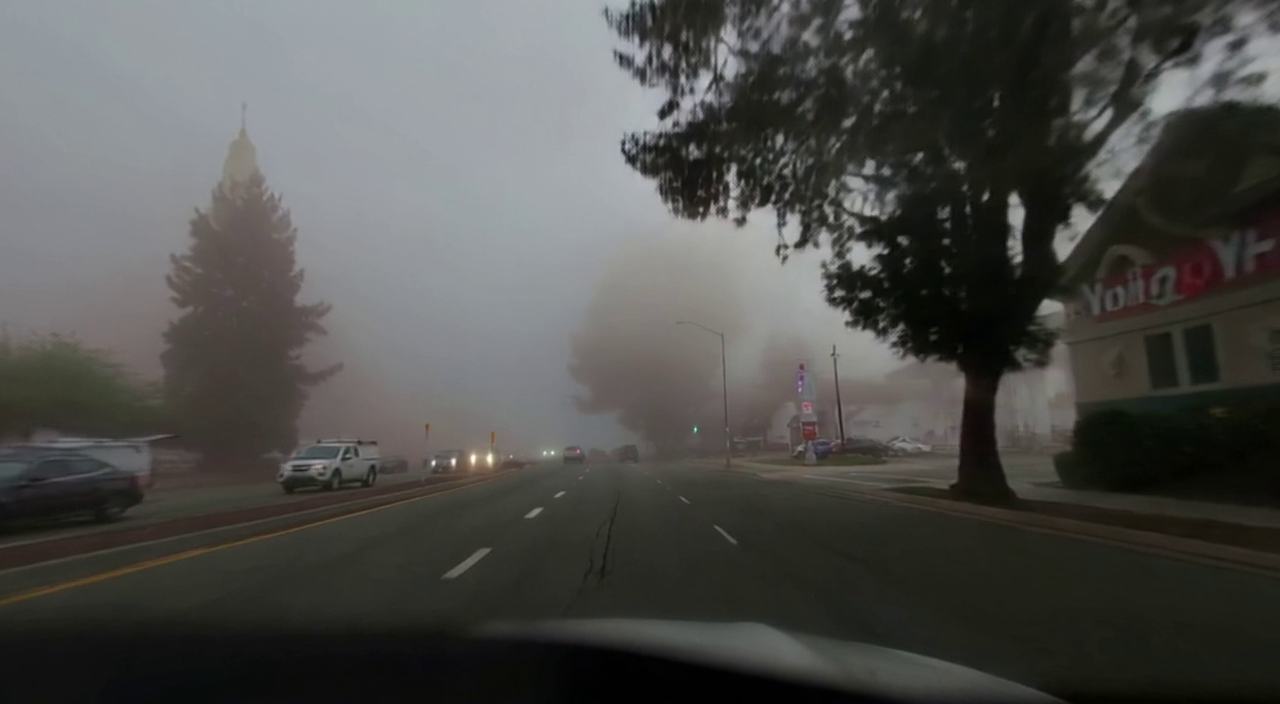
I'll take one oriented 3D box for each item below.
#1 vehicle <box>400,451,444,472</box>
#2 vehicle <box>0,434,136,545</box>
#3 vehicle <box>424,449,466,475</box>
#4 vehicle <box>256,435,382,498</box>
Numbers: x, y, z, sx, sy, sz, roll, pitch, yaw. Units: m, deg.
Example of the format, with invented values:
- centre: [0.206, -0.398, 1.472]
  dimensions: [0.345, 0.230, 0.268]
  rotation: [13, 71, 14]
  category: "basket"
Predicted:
- centre: [-16.802, 8.433, 48.900]
  dimensions: [2.045, 1.519, 4.401]
  rotation: [0, -9, -4]
  category: "vehicle"
- centre: [-11.022, 2.177, 10.048]
  dimensions: [2.134, 1.705, 4.710]
  rotation: [0, -8, -1]
  category: "vehicle"
- centre: [-12.336, 6.947, 40.142]
  dimensions: [1.771, 1.508, 3.453]
  rotation: [0, -8, -3]
  category: "vehicle"
- centre: [-11.537, 4.116, 23.198]
  dimensions: [2.206, 1.922, 4.968]
  rotation: [-2, -8, -2]
  category: "vehicle"
